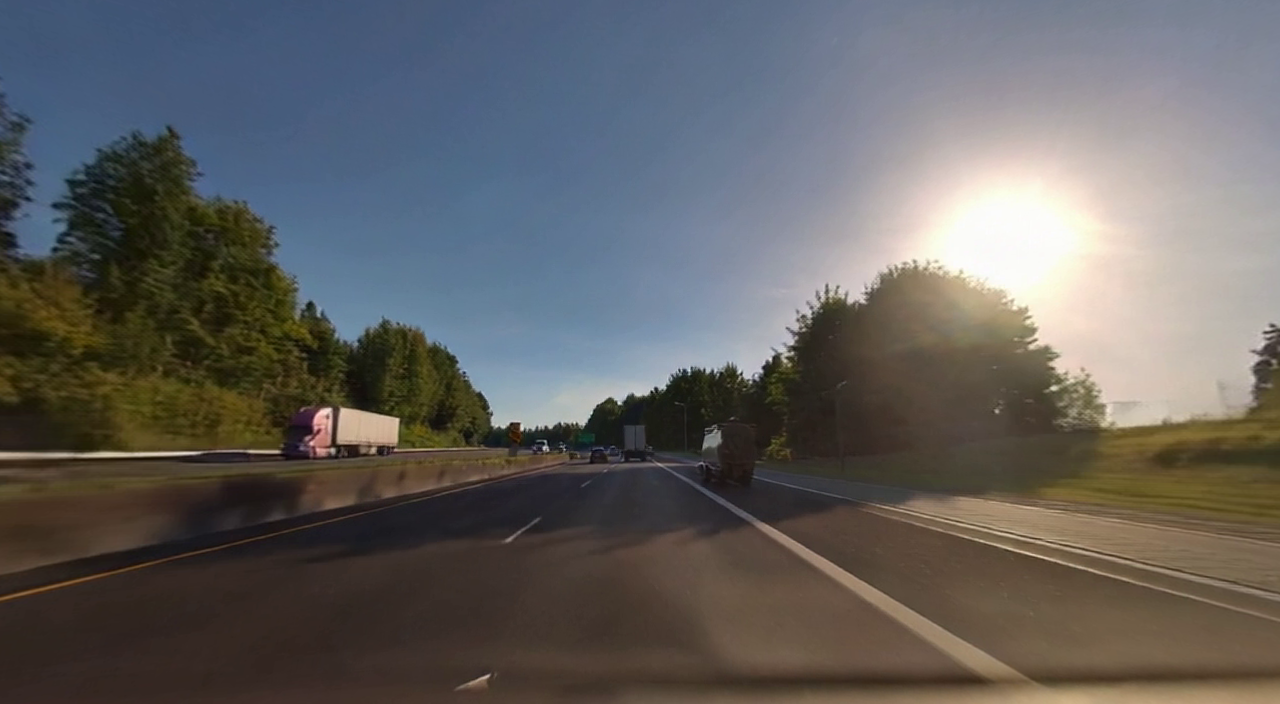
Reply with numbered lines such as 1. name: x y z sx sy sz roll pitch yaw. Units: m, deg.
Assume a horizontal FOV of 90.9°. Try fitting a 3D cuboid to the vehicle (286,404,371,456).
1. vehicle: -24.155 6.233 49.353 2.766 3.715 7.293 0 -9 0
